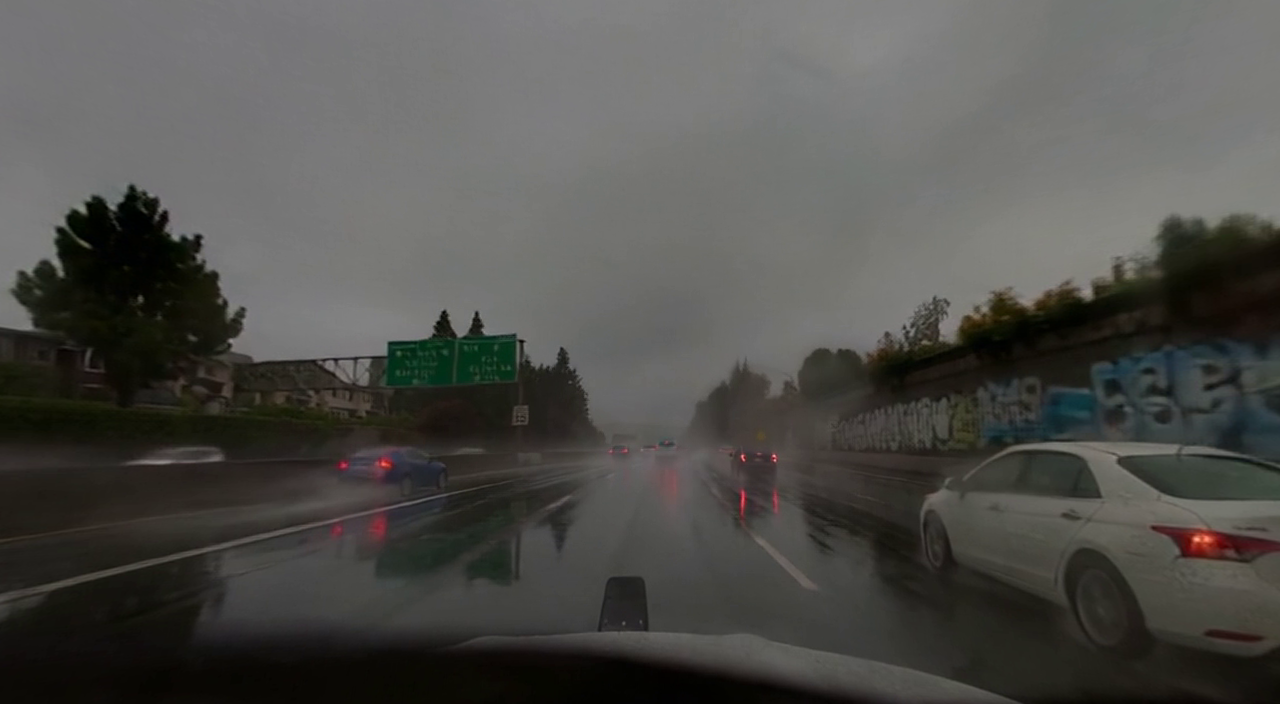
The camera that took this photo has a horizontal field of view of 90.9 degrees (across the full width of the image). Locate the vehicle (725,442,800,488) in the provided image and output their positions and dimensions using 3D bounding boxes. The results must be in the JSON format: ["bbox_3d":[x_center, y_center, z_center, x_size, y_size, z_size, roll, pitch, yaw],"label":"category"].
[{"bbox_3d":[4.225,3.937,22.337,1.854,1.438,3.954,0,-8,0],"label":"vehicle"}]

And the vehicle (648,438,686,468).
[{"bbox_3d":[1.684,6.234,39.077,2.183,1.764,4.134,-1,-8,3],"label":"vehicle"}]

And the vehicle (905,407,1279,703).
[{"bbox_3d":[3.635,1.224,4.207,1.912,1.509,4.291,0,-8,1],"label":"vehicle"}]

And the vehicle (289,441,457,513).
[{"bbox_3d":[-6.325,2.977,15.631,2.050,1.507,4.375,-1,-8,3],"label":"vehicle"}]

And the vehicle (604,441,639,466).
[{"bbox_3d":[-1.333,7.582,47.203,2.070,1.740,4.678,-1,-8,5],"label":"vehicle"}]
